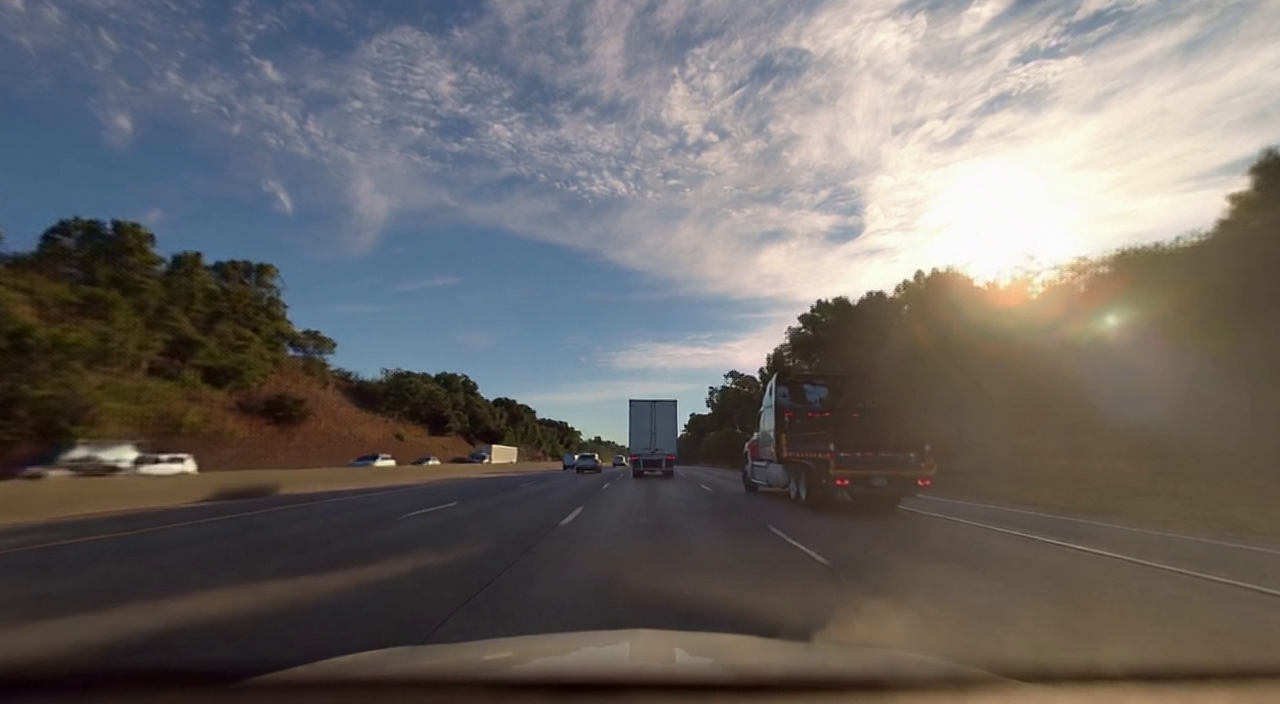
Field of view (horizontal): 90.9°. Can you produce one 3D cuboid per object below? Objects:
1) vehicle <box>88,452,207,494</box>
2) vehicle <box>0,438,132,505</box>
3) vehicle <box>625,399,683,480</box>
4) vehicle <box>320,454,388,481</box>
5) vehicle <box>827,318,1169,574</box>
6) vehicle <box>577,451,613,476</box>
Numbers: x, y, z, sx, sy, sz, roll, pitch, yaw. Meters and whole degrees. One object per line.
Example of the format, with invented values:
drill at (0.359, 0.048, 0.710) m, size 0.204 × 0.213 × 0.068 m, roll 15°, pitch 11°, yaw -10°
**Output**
vehicle at (-21.848, 5.338, 28.213) m, size 1.894 × 1.678 × 4.245 m, roll 0°, pitch -9°, yaw 0°
vehicle at (-18.550, 3.554, 19.075) m, size 2.150 × 1.800 × 4.867 m, roll 0°, pitch -9°, yaw 1°
vehicle at (0.672, 5.333, 37.853) m, size 2.875 × 4.056 × 12.312 m, roll 0°, pitch -9°, yaw 0°
vehicle at (-18.179, 7.354, 40.322) m, size 2.081 × 1.575 × 4.555 m, roll 0°, pitch -9°, yaw 1°
vehicle at (4.607, 1.326, 9.115) m, size 2.565 × 2.902 × 3.798 m, roll 0°, pitch -9°, yaw 0°
vehicle at (-2.891, 7.289, 41.448) m, size 2.061 × 1.555 × 3.900 m, roll 0°, pitch -9°, yaw 1°
